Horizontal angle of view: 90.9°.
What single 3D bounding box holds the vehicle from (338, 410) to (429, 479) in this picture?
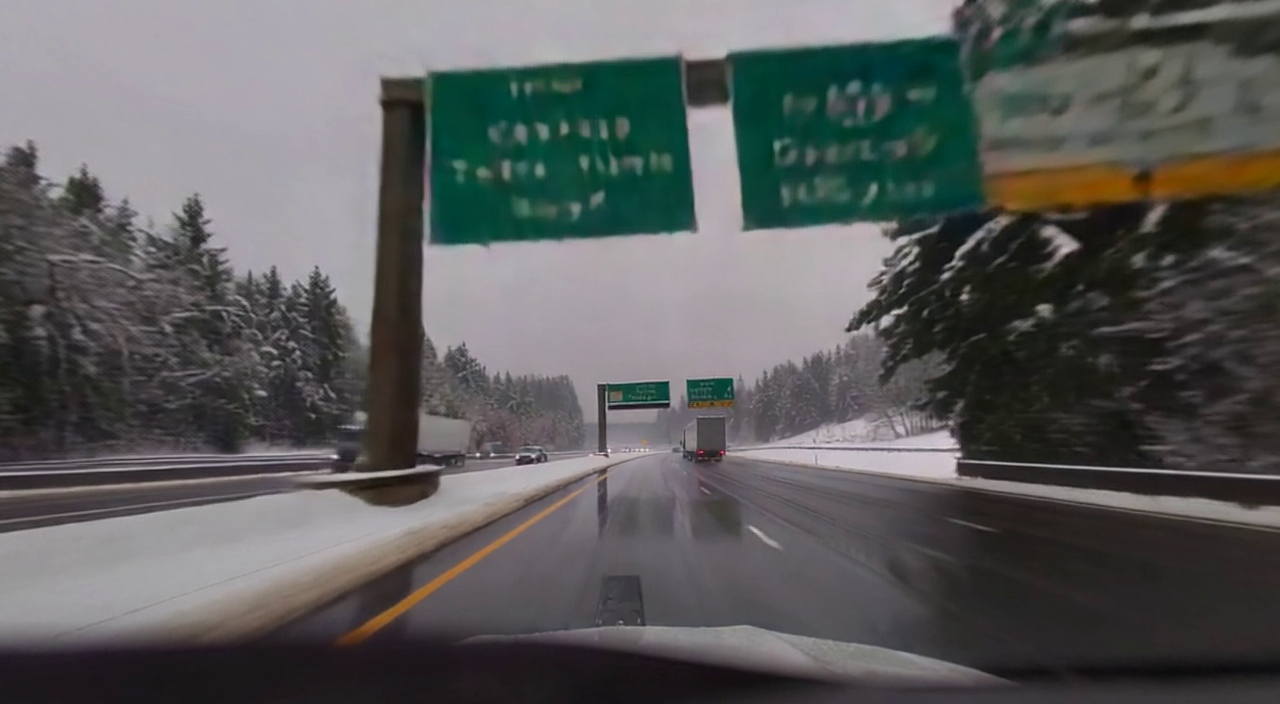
[{"bbox_3d":[-15.957,5.868,39.764,2.992,4.002,5.884,0,-9,1],"label":"vehicle"}]
